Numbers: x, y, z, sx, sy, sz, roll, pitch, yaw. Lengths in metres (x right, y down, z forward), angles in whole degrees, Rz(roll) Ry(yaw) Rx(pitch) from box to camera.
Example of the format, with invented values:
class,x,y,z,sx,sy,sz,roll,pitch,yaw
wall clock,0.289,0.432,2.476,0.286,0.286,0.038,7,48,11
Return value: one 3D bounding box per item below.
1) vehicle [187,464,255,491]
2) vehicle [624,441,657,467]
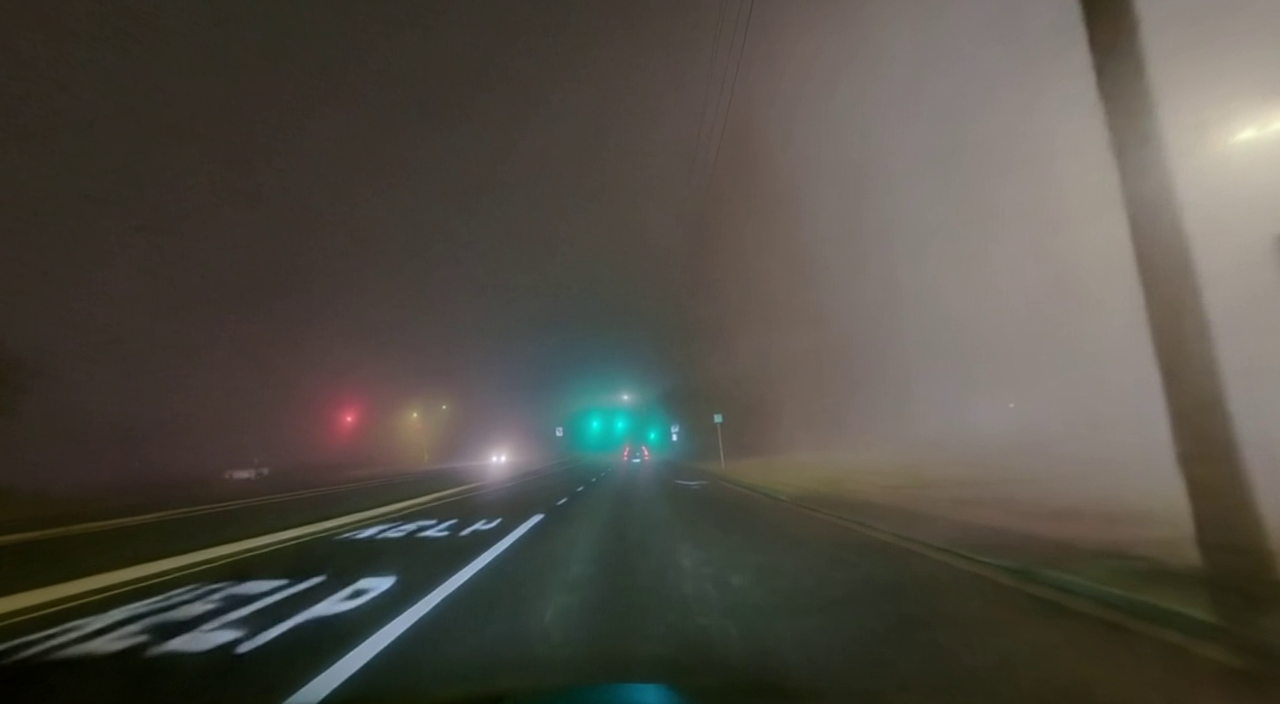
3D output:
class,x,y,z,sx,sy,sz,roll,pitch,yaw
vehicle,-30.038,8.993,45.498,1.949,1.702,4.593,1,-9,-3
vehicle,-0.005,6.737,41.711,2.045,1.613,4.210,0,-8,-1
